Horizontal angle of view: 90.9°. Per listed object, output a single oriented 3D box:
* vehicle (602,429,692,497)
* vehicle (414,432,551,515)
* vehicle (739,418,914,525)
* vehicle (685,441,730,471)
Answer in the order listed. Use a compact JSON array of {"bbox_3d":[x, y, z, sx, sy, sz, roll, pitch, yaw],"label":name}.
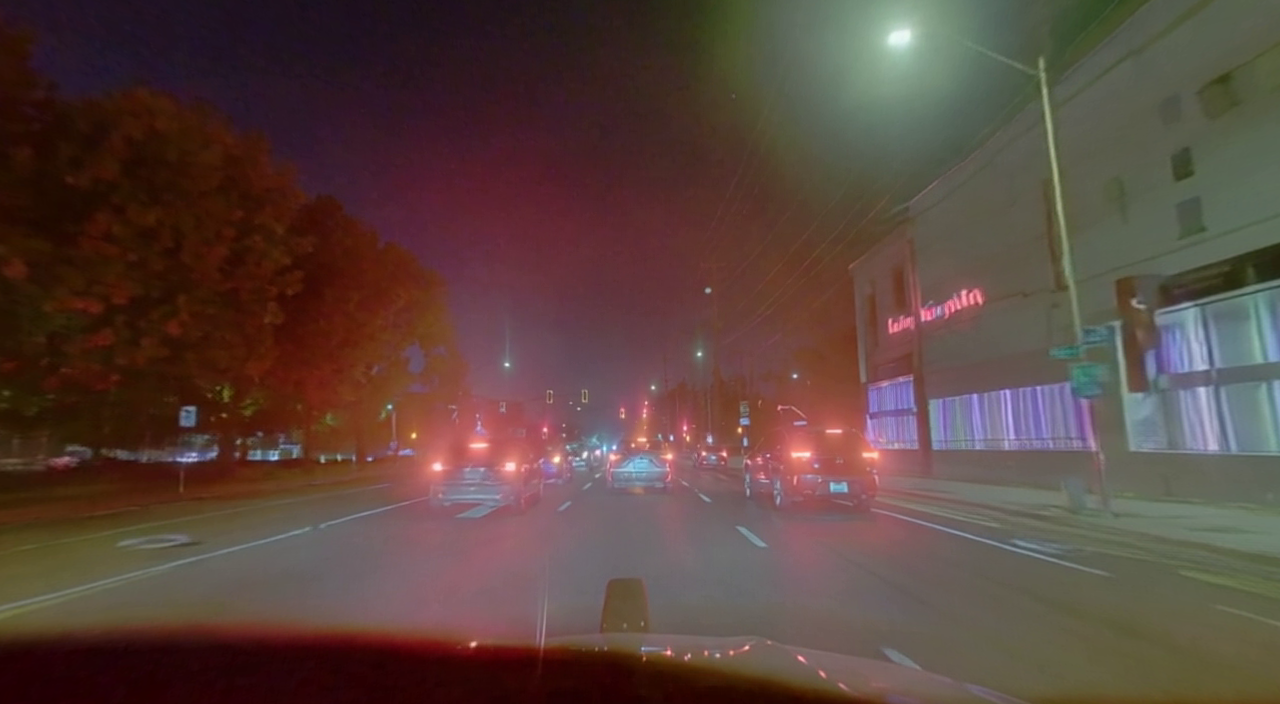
[{"bbox_3d":[0.149,3.036,17.629,2.200,1.653,4.127,0,-8,0],"label":"vehicle"},{"bbox_3d":[-3.216,2.568,13.889,2.104,1.488,4.546,0,-9,-4],"label":"vehicle"},{"bbox_3d":[3.384,2.275,12.530,2.024,1.711,4.512,0,-9,-1],"label":"vehicle"},{"bbox_3d":[3.593,5.605,34.282,1.880,1.503,4.130,0,-8,-1],"label":"vehicle"}]
